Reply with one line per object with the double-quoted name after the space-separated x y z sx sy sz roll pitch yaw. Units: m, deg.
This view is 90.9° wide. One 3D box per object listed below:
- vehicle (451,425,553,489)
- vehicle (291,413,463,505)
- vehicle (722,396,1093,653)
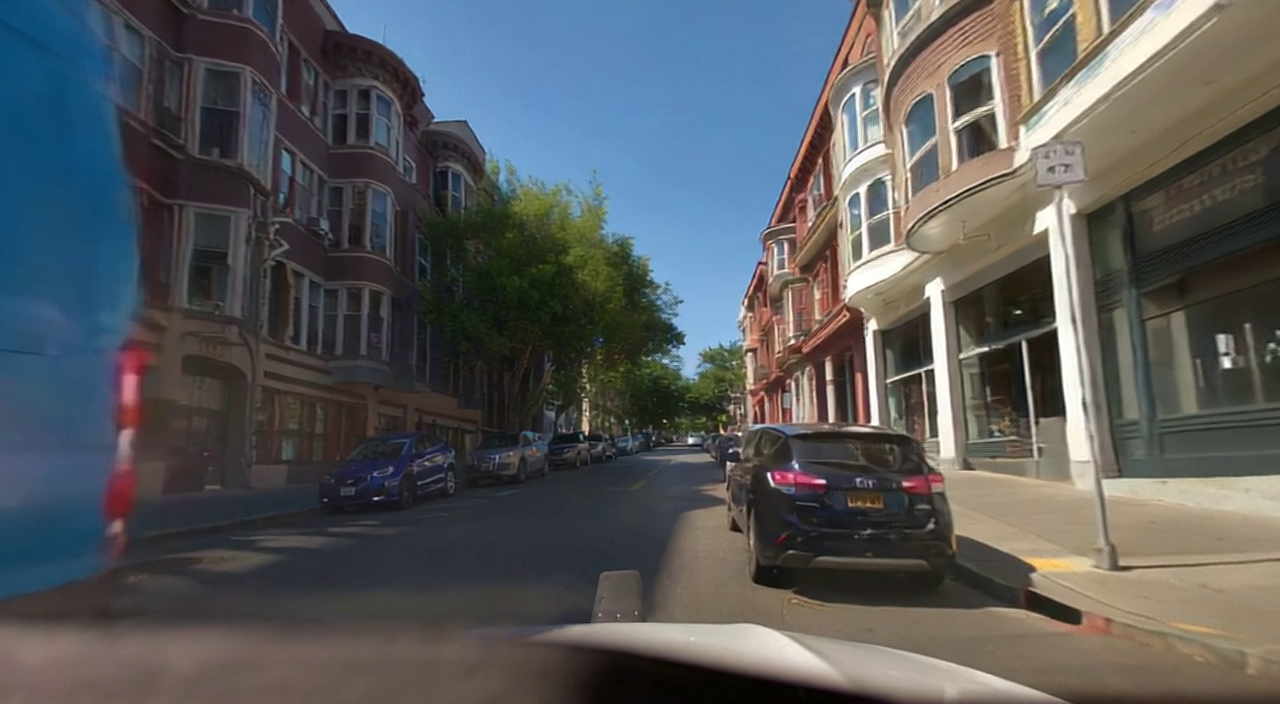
-3.977 3.049 18.909 1.867 1.519 3.920 1 -4 5 "vehicle"
-4.973 2.072 12.400 1.875 1.564 2.982 -1 -9 5 "vehicle"
1.864 1.325 6.107 1.925 1.481 4.653 -1 -8 5 "vehicle"
